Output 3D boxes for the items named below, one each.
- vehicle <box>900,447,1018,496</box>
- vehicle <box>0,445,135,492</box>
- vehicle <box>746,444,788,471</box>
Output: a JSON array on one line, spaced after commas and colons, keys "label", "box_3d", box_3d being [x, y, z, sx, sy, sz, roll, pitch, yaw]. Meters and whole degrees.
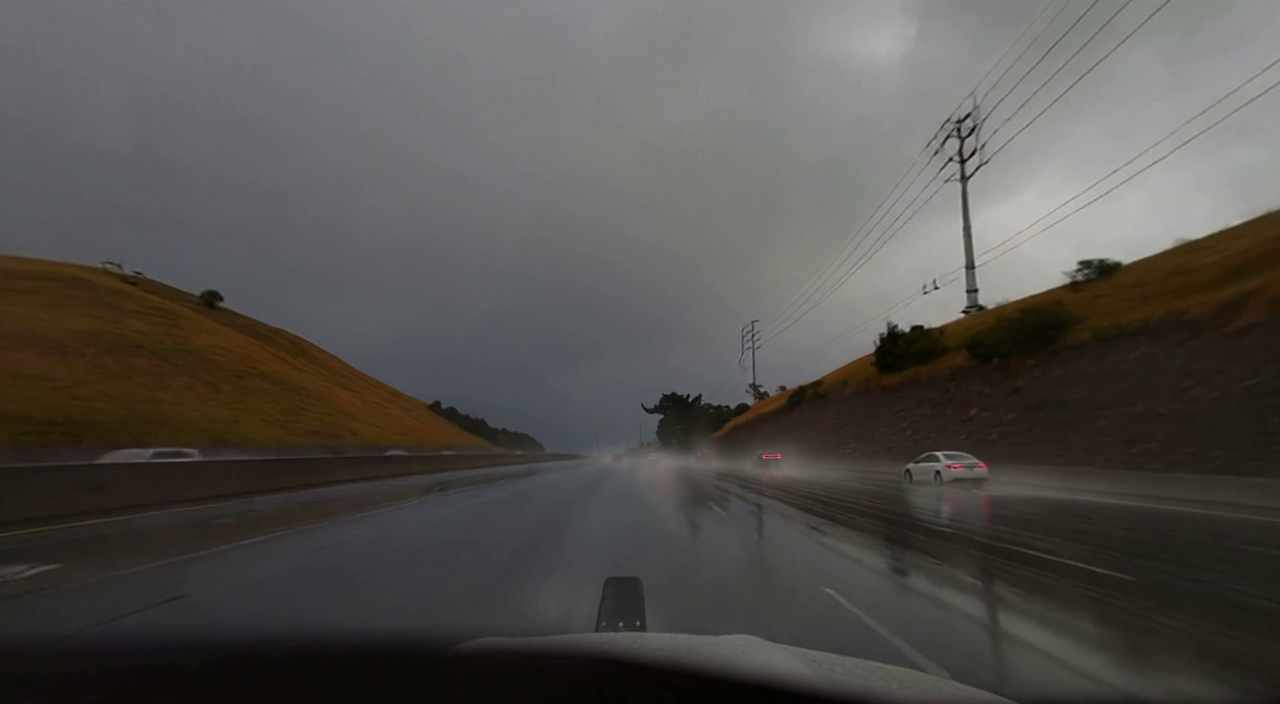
[{"label": "vehicle", "box_3d": [10.530, 3.940, 21.137, 1.884, 1.486, 3.770, 0, -9, -1]}, {"label": "vehicle", "box_3d": [-21.800, 4.293, 23.698, 1.851, 1.579, 4.447, 0, -9, 0]}, {"label": "vehicle", "box_3d": [9.436, 7.874, 47.105, 2.108, 1.870, 4.435, 0, -9, -1]}]
